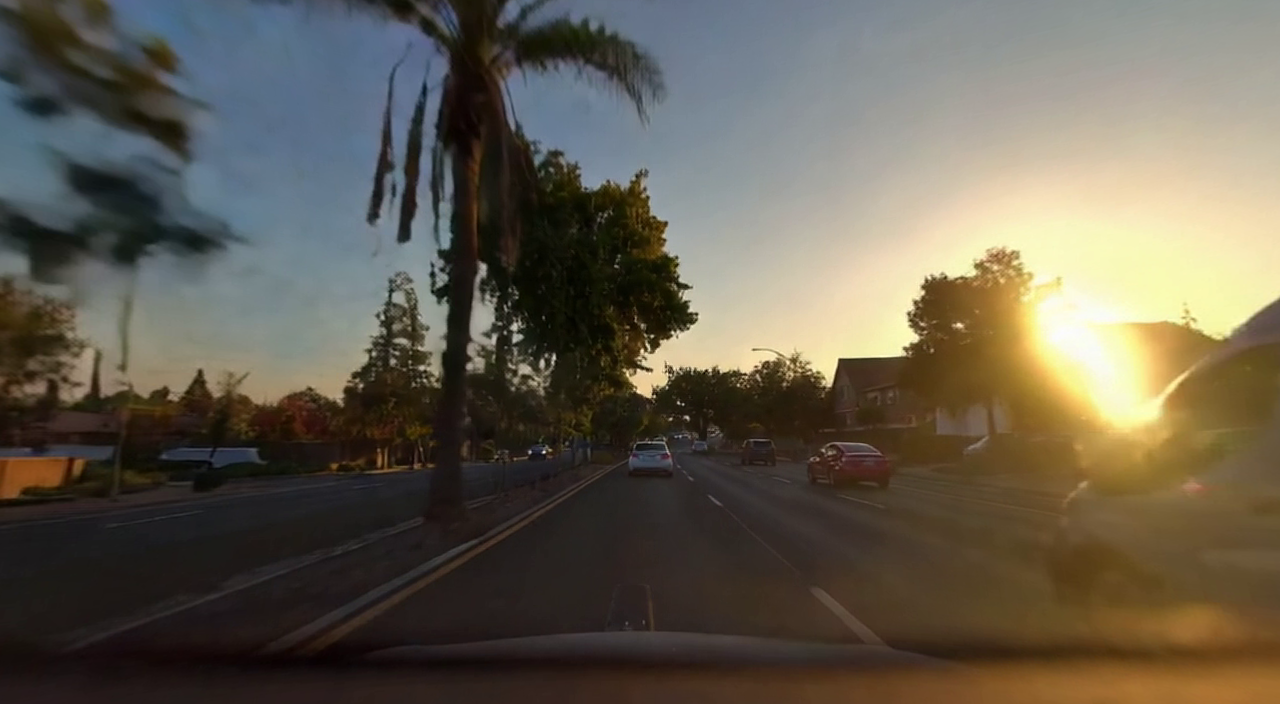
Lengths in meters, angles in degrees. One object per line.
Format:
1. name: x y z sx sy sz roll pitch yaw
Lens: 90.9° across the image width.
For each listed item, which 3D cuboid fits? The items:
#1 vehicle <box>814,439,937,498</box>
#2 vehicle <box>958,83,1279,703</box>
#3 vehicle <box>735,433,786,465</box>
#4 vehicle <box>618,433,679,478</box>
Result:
1. vehicle: 6.602 3.269 18.224 1.897 1.477 4.360 0 -8 0
2. vehicle: 3.263 0.258 1.050 2.268 2.584 6.049 0 -8 0
3. vehicle: 8.105 6.604 43.149 2.436 2.010 5.595 0 -8 1
4. vehicle: 0.337 4.213 25.867 2.289 1.679 4.180 0 -8 0
